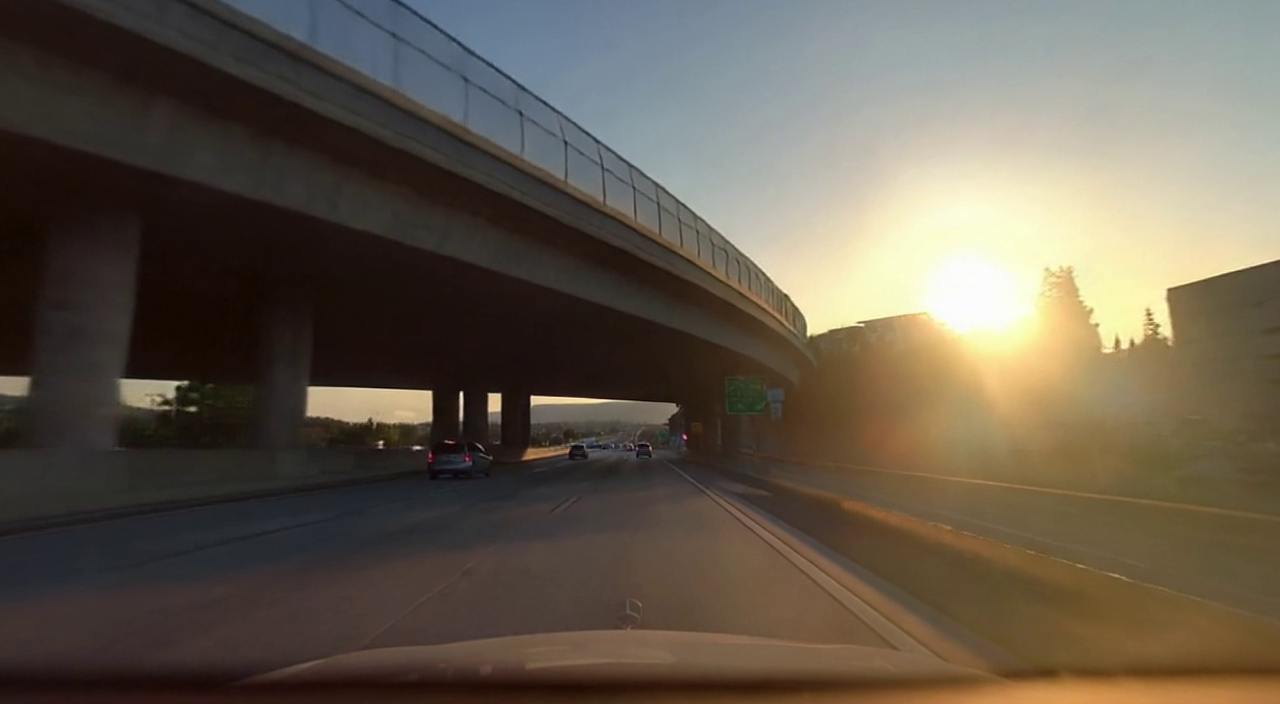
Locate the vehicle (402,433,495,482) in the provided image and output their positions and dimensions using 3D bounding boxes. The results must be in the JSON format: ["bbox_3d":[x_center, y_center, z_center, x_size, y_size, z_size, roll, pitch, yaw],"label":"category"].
[{"bbox_3d":[-7.193,4.014,24.235,2.088,1.678,4.426,0,-8,1],"label":"vehicle"}]
